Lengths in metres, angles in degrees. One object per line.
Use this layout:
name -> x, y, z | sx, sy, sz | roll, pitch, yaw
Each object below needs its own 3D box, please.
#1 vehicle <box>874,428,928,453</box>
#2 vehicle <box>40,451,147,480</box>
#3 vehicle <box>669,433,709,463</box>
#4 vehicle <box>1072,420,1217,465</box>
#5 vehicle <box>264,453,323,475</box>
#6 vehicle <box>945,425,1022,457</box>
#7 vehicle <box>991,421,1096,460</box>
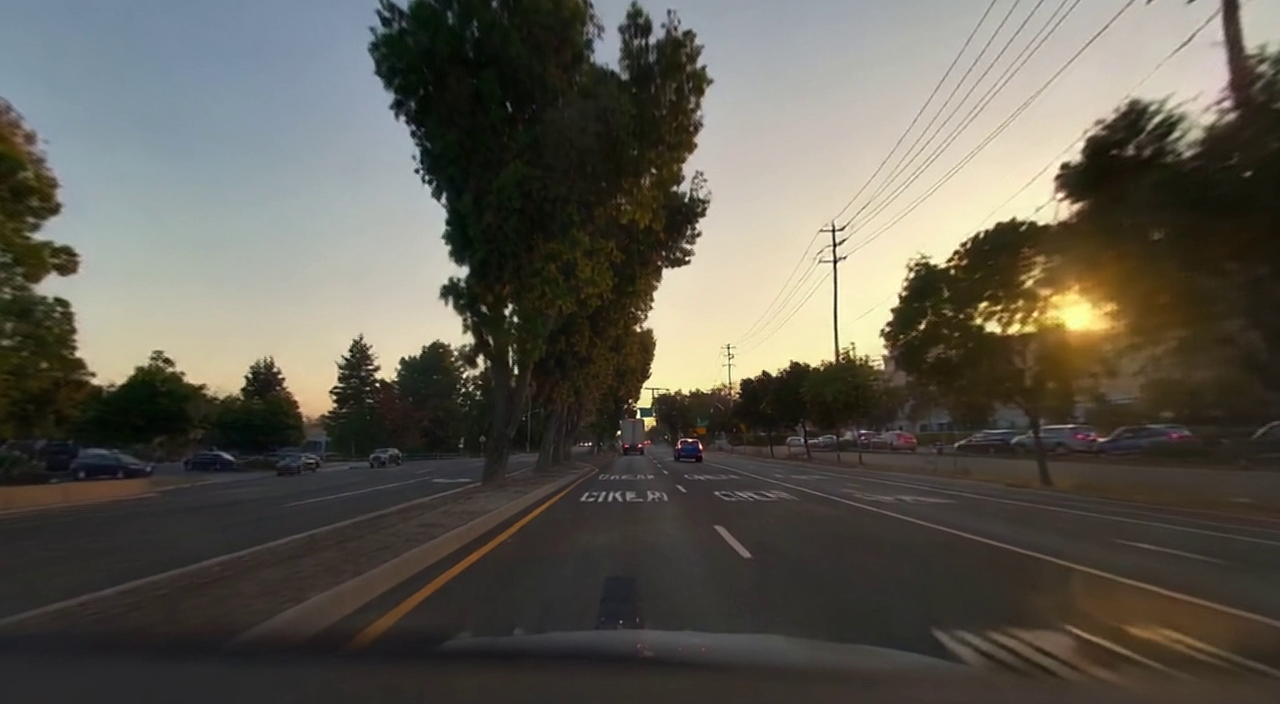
vehicle -> 20.335, 6.973, 49.503 | 1.993, 1.854, 5.008 | 0, -8, -1
vehicle -> -34.492, 7.172, 39.973 | 4.598, 1.717, 2.289 | 0, -8, -1
vehicle -> 3.053, 6.073, 40.085 | 2.086, 1.803, 4.607 | 0, -8, -1
vehicle -> 20.239, 3.684, 25.694 | 2.021, 1.640, 4.620 | 0, -8, 0
vehicle -> -26.298, 8.501, 48.152 | 1.883, 1.482, 4.779 | 0, -8, -2
vehicle -> 20.070, 5.250, 37.180 | 1.939, 1.753, 4.469 | 0, -8, 0
vehicle -> 20.048, 4.441, 31.718 | 1.941, 1.784, 4.967 | 0, -8, -1
